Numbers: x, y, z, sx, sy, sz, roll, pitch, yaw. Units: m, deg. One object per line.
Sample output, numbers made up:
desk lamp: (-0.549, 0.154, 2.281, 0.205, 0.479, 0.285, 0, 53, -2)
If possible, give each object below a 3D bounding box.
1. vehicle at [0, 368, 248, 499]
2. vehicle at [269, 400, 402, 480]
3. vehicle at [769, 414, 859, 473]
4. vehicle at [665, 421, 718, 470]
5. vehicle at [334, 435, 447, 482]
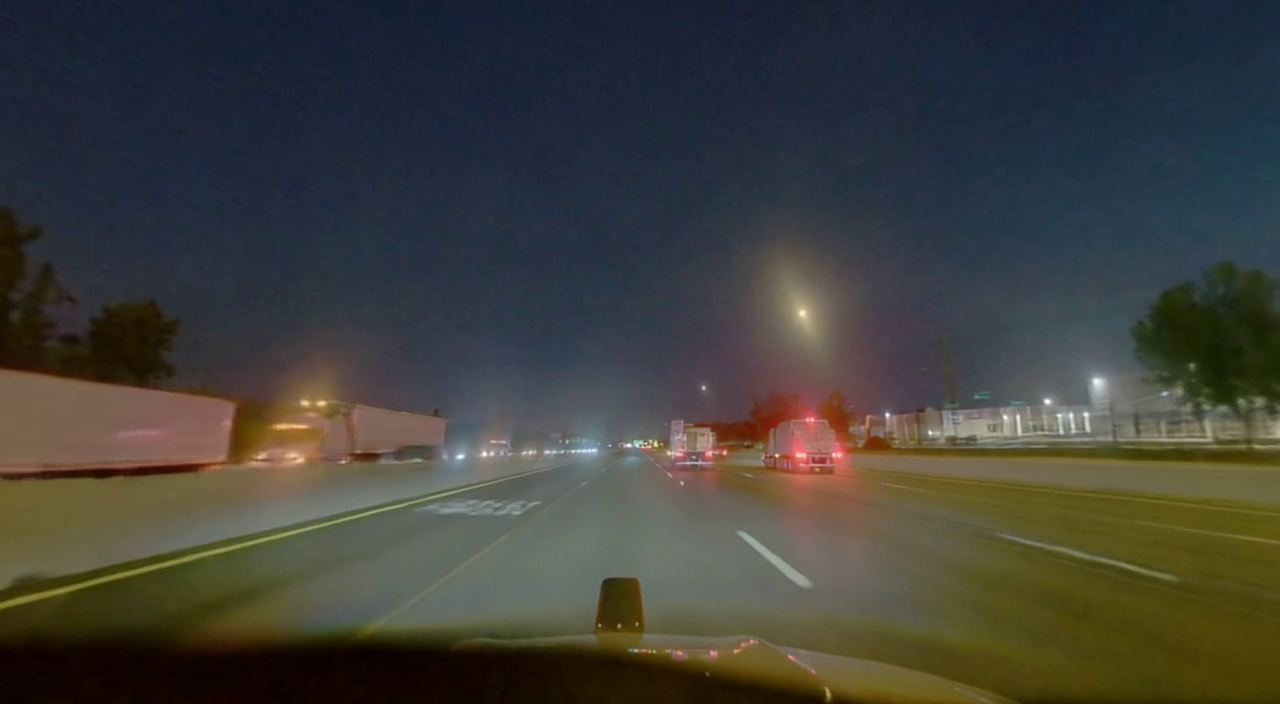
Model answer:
vehicle: (-21.229, 3.153, 23.593, 2.850, 3.981, 16.420, 0, -9, -1)
vehicle: (-17.611, 5.291, 37.638, 3.294, 4.178, 9.302, 0, -9, -1)
vehicle: (10.801, 5.895, 40.490, 2.912, 3.293, 9.588, 0, -9, -1)
vehicle: (3.360, 6.420, 43.269, 2.742, 3.054, 7.537, 0, -9, -2)
vehicle: (-10.388, 4.511, 26.939, 2.415, 1.754, 5.809, 0, -9, 0)
